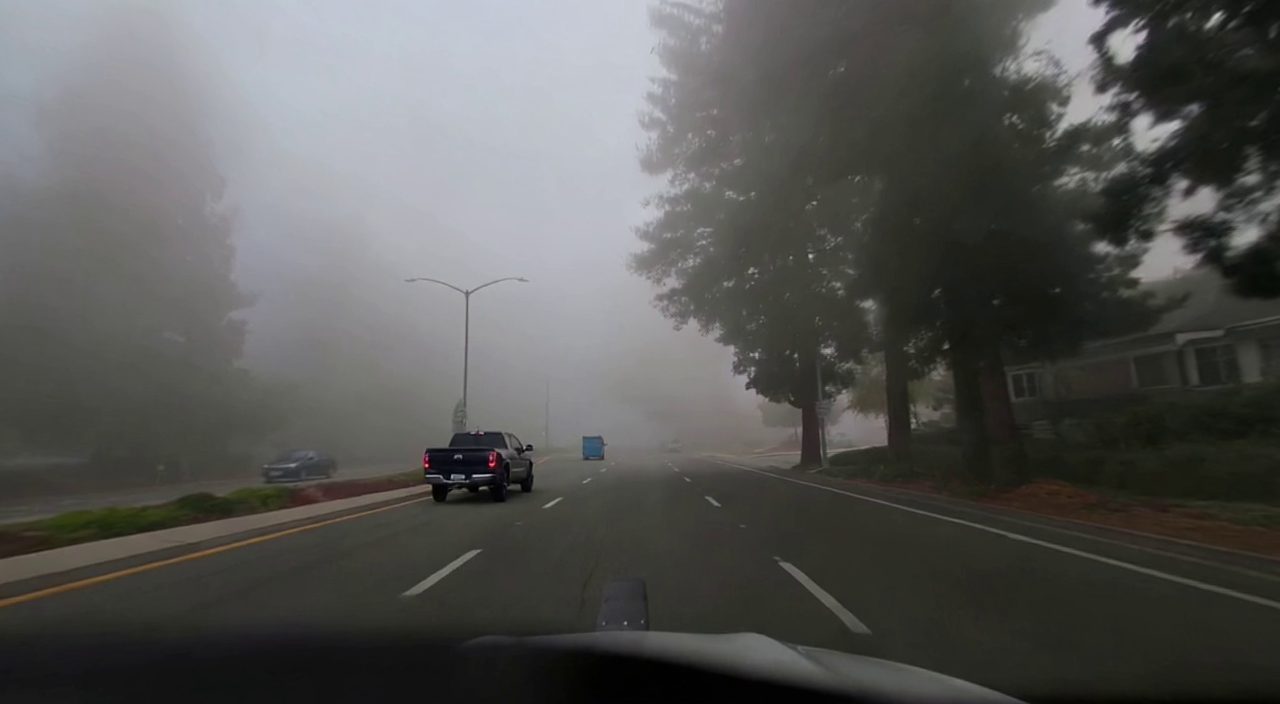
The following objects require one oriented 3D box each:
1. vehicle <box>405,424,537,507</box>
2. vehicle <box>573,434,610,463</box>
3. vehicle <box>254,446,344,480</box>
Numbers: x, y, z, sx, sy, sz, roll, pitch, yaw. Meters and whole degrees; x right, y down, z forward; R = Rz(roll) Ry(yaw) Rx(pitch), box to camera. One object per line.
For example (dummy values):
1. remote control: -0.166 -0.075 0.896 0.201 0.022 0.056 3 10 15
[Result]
1. vehicle: -3.991 2.778 15.866 2.002 1.747 4.728 0 -8 0
2. vehicle: -3.458 6.978 45.583 2.230 1.987 4.385 0 -8 1
3. vehicle: -20.780 6.748 38.770 2.222 1.888 5.772 0 -8 1
